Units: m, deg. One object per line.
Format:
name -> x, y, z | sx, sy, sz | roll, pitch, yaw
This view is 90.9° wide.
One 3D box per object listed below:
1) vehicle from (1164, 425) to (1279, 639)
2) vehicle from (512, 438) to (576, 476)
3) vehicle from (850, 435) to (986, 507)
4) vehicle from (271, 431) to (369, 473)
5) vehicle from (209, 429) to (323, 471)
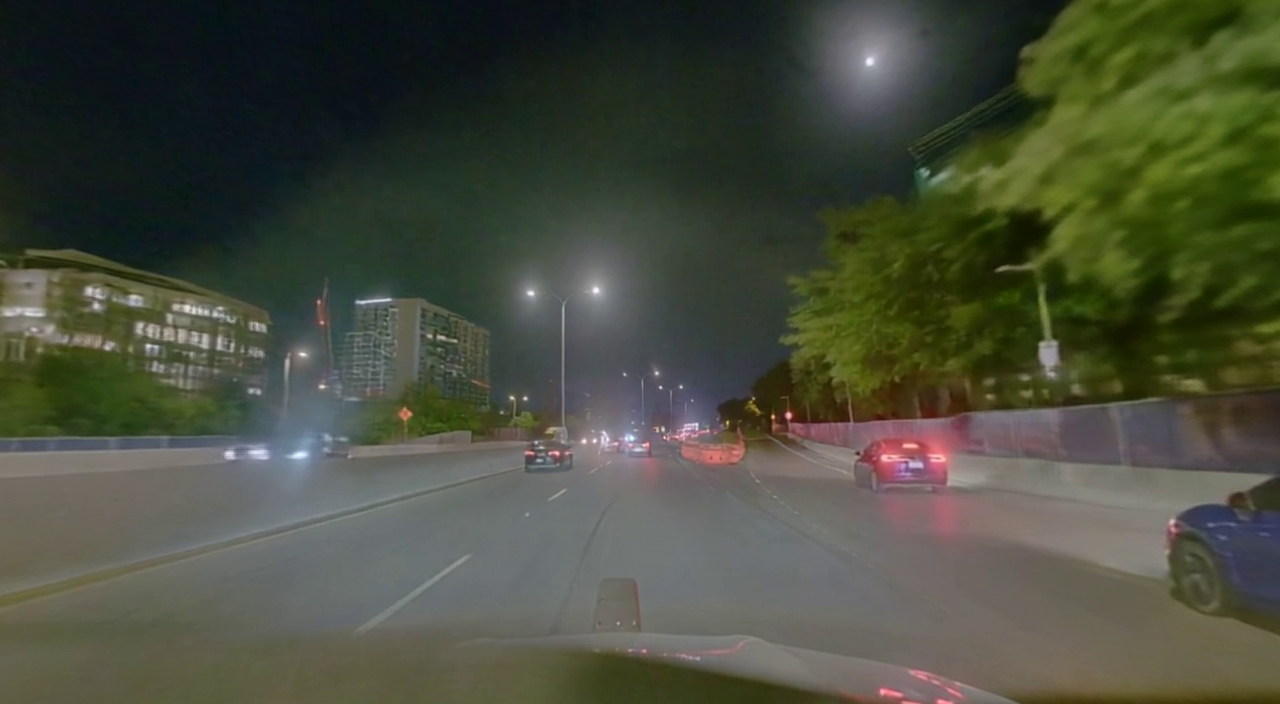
vehicle -> 5.267, 1.107, 3.301 | 1.784, 1.471, 3.935 | -1, -8, 4
vehicle -> -3.780, 4.185, 25.499 | 1.848, 1.406, 4.013 | 0, -8, 2
vehicle -> 6.431, 2.742, 15.047 | 1.913, 1.499, 3.581 | -1, -8, 6
vehicle -> -13.637, 4.267, 27.179 | 1.857, 1.657, 4.331 | 0, -8, 2
vehicle -> -17.147, 4.490, 29.209 | 2.237, 1.776, 4.812 | 0, -8, 1
